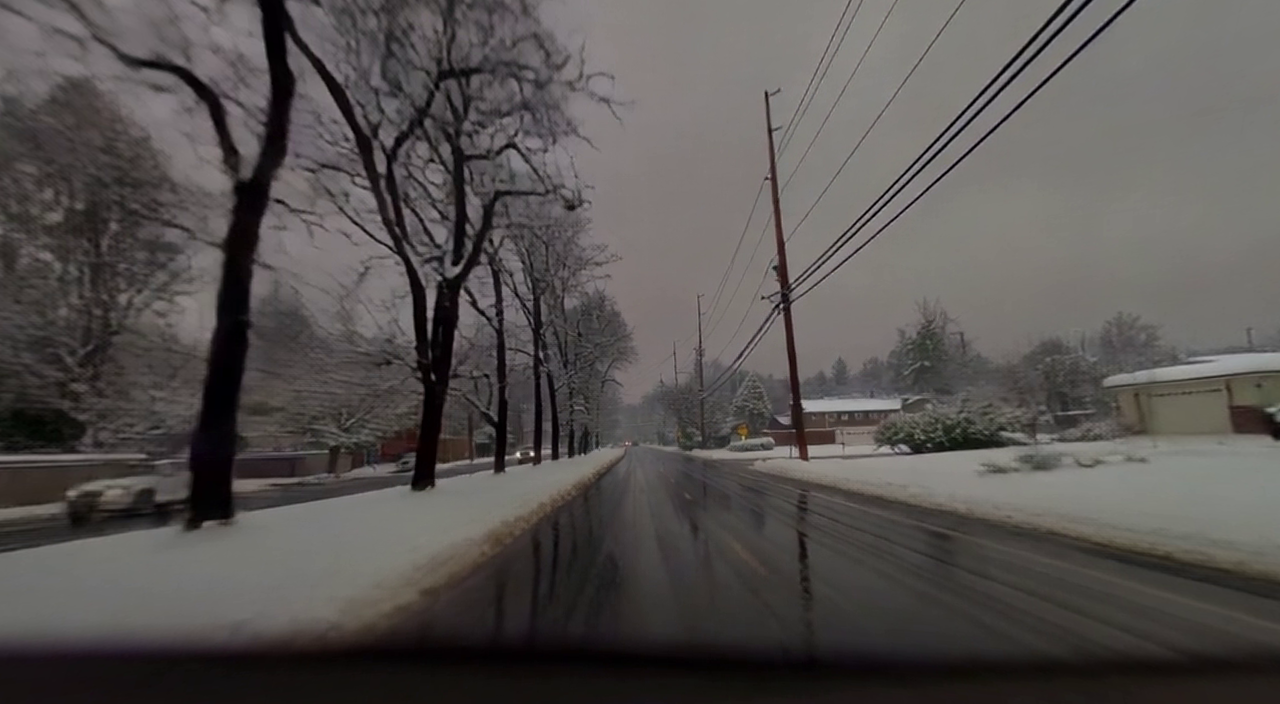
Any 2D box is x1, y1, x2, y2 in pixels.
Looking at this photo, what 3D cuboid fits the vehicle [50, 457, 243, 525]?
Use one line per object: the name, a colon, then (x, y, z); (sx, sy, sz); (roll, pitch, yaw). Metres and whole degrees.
vehicle: (-13.341, 3.740, 17.513); (1.897, 1.451, 4.298); (-3, -8, 0)
